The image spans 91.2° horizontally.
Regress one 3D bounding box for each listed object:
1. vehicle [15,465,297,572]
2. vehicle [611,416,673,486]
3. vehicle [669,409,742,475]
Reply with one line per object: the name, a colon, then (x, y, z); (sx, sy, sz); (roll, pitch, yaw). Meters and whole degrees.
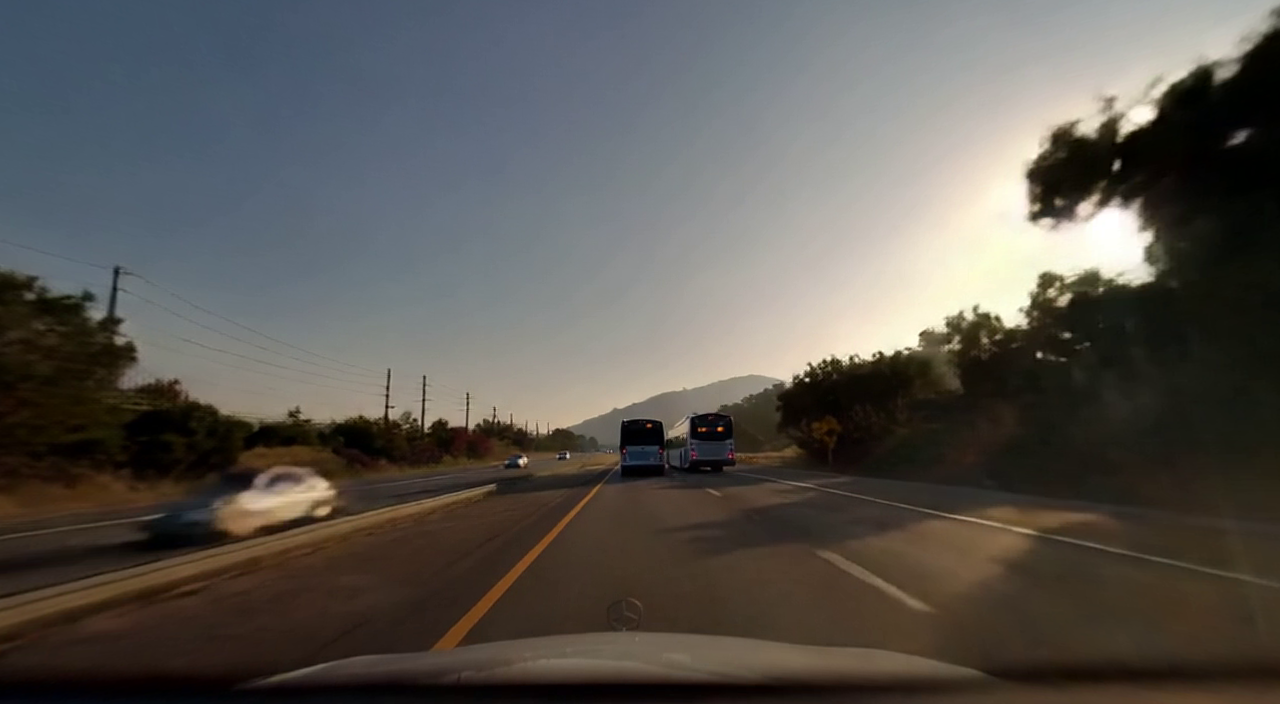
vehicle: (-8.763, 3.004, 12.020); (1.893, 1.482, 4.464); (-1, -9, -1)
vehicle: (0.011, 4.301, 27.420); (2.414, 2.675, 5.574); (-1, -9, -2)
vehicle: (4.020, 6.044, 41.827); (3.074, 3.668, 12.805); (-1, -9, -2)
